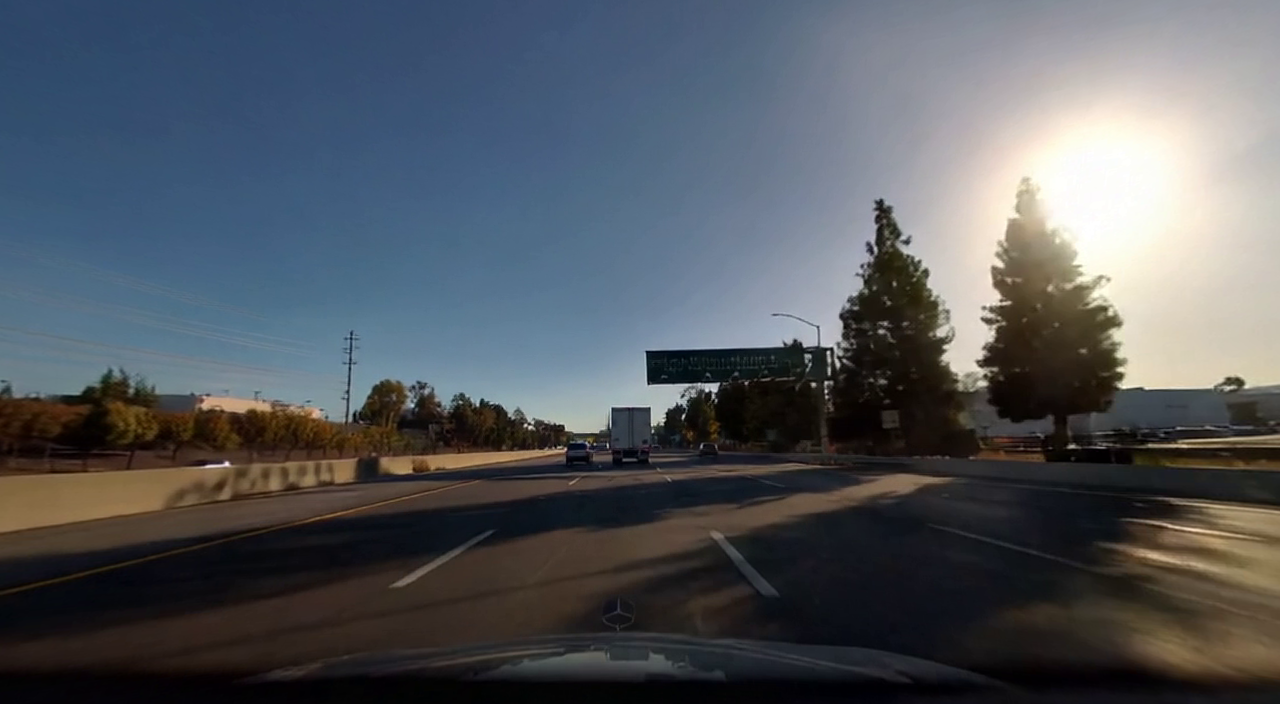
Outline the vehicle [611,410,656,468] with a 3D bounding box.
[{"bbox_3d":[-0.369,6.682,48.095,3.000,3.786,11.740,0,-9,1],"label":"vehicle"}]
